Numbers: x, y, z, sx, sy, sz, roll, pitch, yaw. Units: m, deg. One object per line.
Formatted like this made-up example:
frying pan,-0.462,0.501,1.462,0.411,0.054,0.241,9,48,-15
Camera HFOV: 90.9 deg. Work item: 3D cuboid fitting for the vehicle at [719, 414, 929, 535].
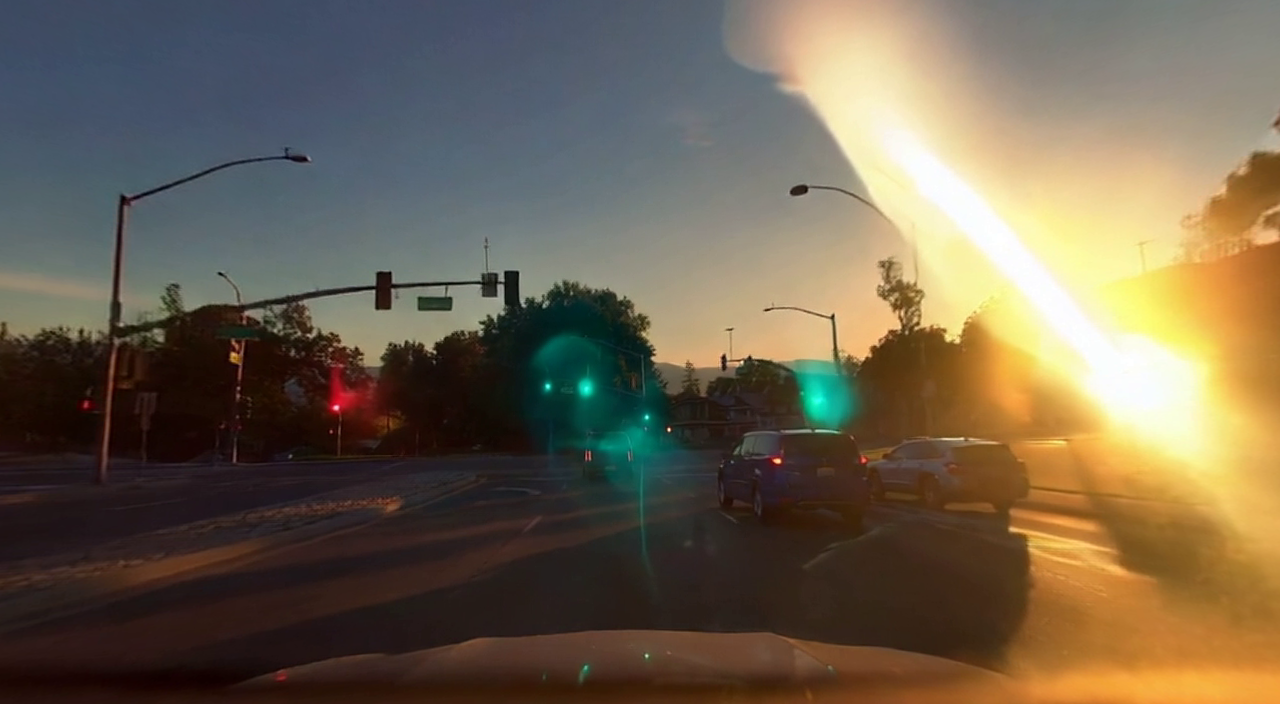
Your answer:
vehicle,2.900,2.063,11.241,2.024,1.686,4.588,1,-8,-5

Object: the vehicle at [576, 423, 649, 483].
vehicle,-1.081,3.449,21.708,2.185,1.822,4.583,1,-8,-6

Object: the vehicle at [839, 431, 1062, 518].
vehicle,6.136,2.476,13.334,2.124,1.474,4.880,0,-8,-2
